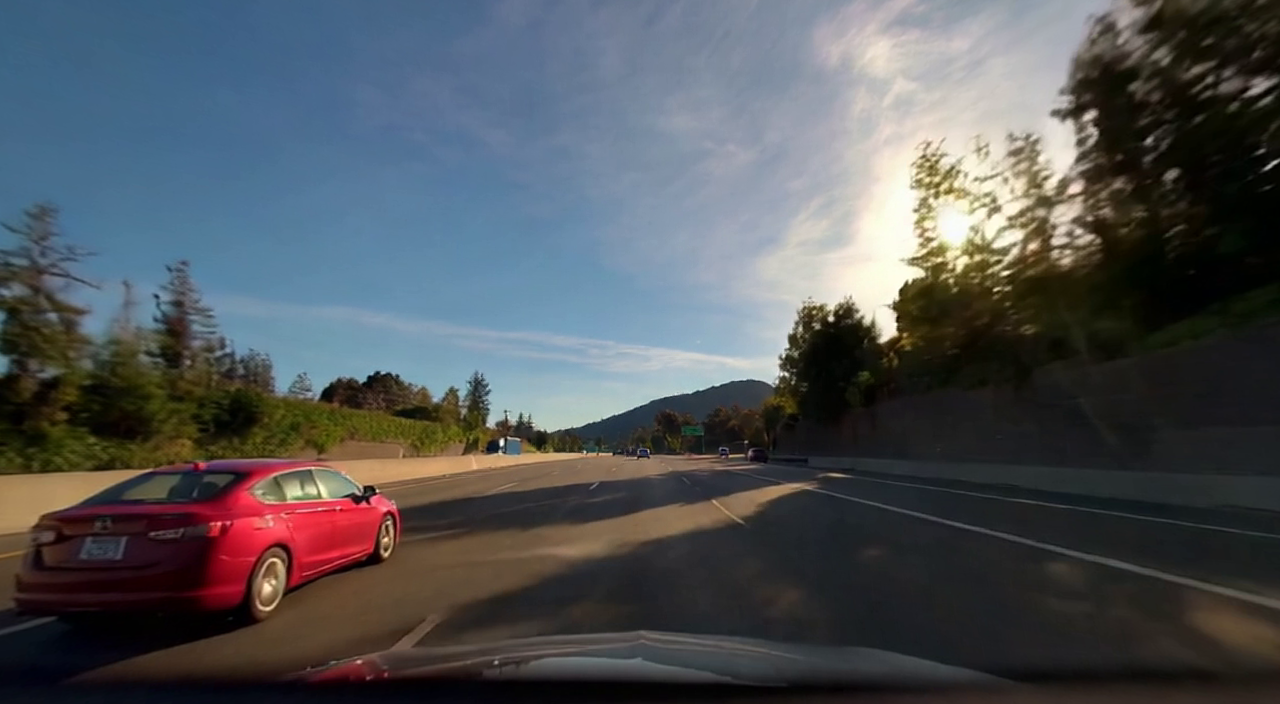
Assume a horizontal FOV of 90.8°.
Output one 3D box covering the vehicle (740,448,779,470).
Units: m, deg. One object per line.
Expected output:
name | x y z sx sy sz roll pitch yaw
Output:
vehicle | 8.558 7.680 45.516 1.884 1.485 4.600 0 -9 0

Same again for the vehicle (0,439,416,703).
vehicle | -3.811 1.549 5.661 1.873 1.438 4.546 0 -9 1
